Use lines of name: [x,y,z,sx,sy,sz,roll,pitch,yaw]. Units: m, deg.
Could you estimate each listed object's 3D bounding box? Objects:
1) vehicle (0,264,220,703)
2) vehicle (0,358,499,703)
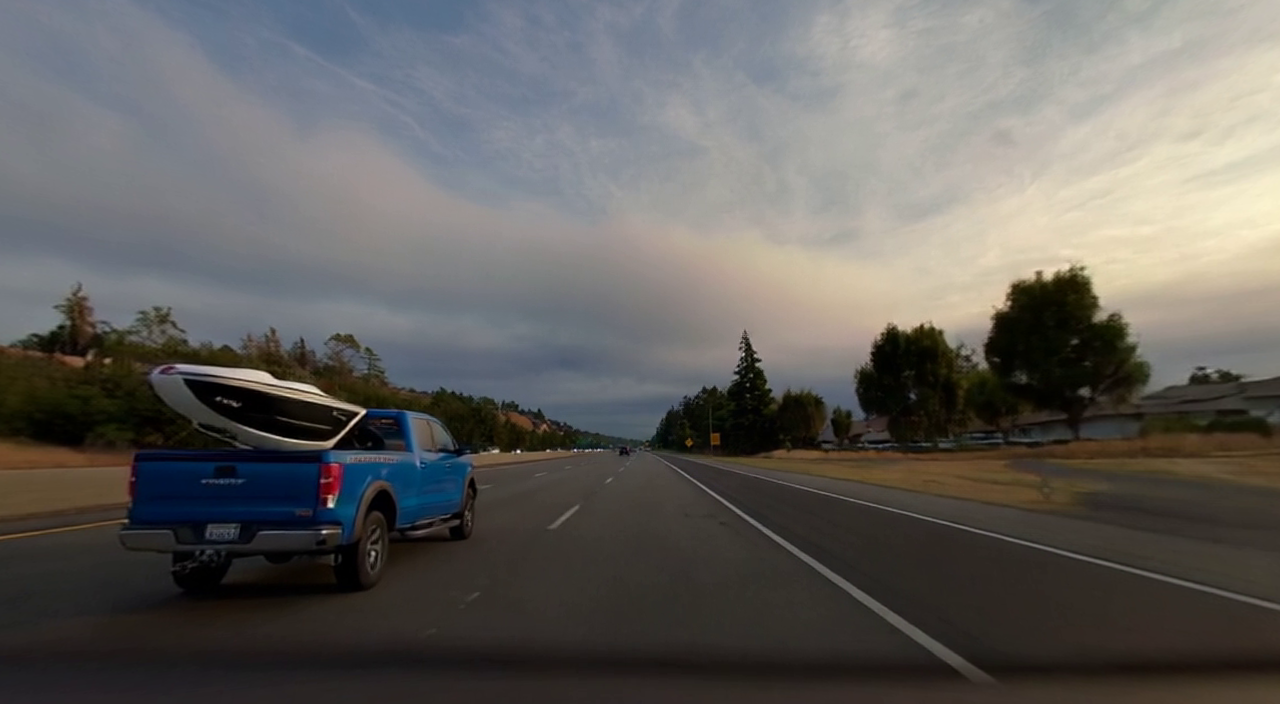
vehicle: [-3.196,0.401,0.412,1.919,1.935,5.609,0,-9,0]
vehicle: [-3.086,1.315,5.960,2.202,1.836,5.009,0,-9,2]
